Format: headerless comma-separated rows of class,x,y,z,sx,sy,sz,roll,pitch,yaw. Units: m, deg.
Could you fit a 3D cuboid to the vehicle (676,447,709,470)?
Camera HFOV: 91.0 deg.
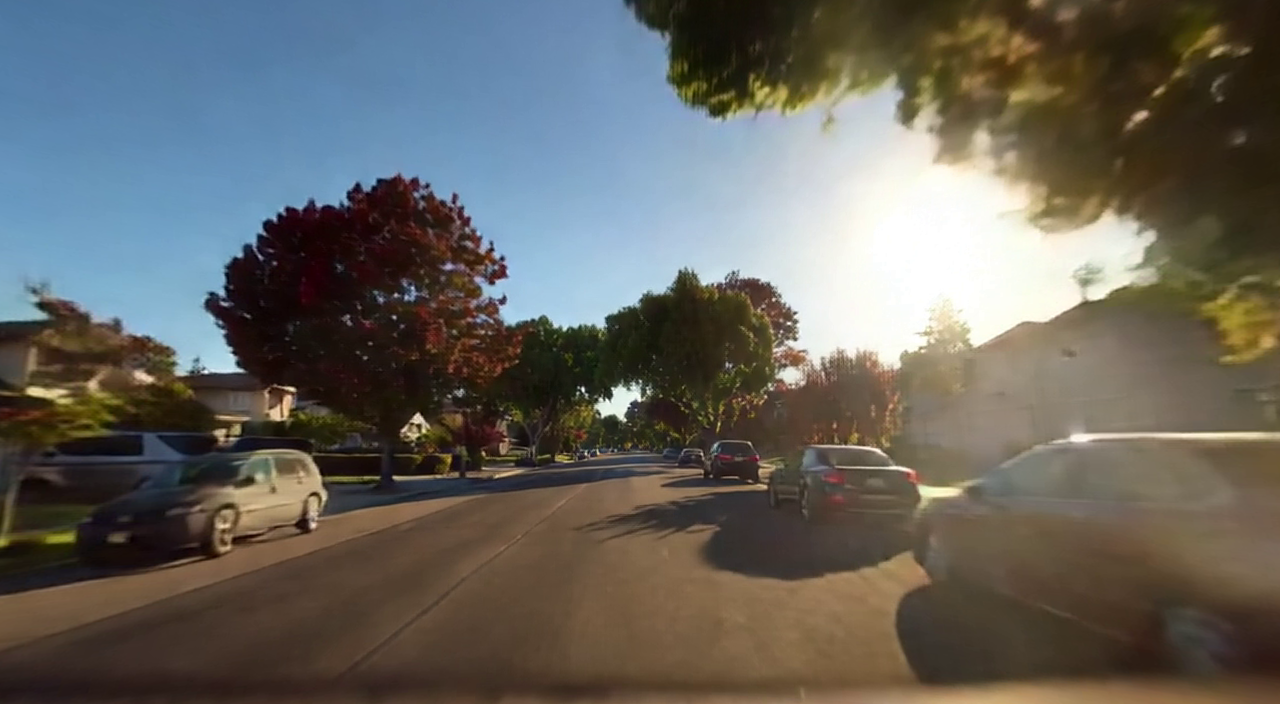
vehicle,3.676,7.493,44.651,1.897,1.521,4.835,0,-9,-1

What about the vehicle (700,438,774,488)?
vehicle,3.724,4.365,25.158,2.039,1.780,4.884,0,-9,-2

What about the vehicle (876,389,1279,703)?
vehicle,3.755,1.245,4.366,2.157,1.639,5.297,0,-9,0

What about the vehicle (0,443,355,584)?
vehicle,-6.322,2.154,9.440,1.985,1.497,4.655,-2,-8,-1

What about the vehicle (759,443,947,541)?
vehicle,3.761,2.537,12.110,1.949,1.505,4.483,0,-9,-1
